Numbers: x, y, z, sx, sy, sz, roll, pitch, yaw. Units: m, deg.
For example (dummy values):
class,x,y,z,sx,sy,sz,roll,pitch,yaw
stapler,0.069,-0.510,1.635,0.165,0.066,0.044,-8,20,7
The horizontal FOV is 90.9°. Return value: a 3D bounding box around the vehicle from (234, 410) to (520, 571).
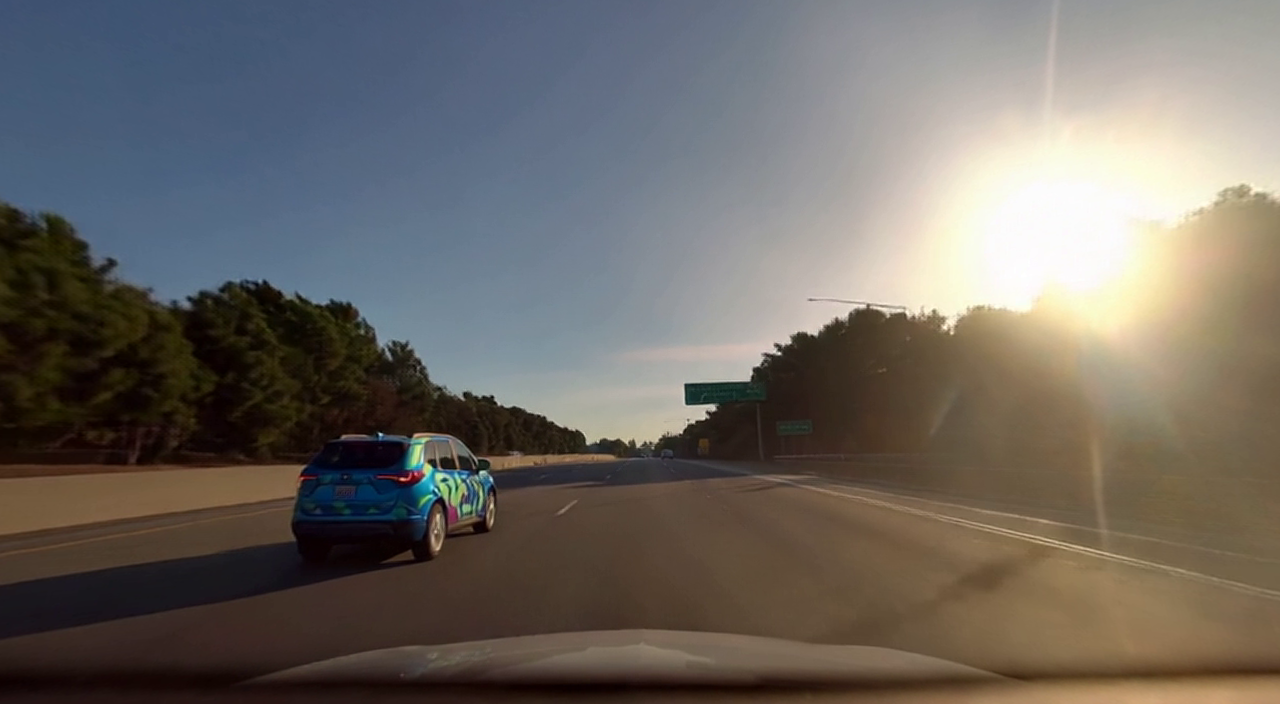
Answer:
class,x,y,z,sx,sy,sz,roll,pitch,yaw
vehicle,-3.433,1.918,9.554,2.183,1.803,4.685,0,-8,2
